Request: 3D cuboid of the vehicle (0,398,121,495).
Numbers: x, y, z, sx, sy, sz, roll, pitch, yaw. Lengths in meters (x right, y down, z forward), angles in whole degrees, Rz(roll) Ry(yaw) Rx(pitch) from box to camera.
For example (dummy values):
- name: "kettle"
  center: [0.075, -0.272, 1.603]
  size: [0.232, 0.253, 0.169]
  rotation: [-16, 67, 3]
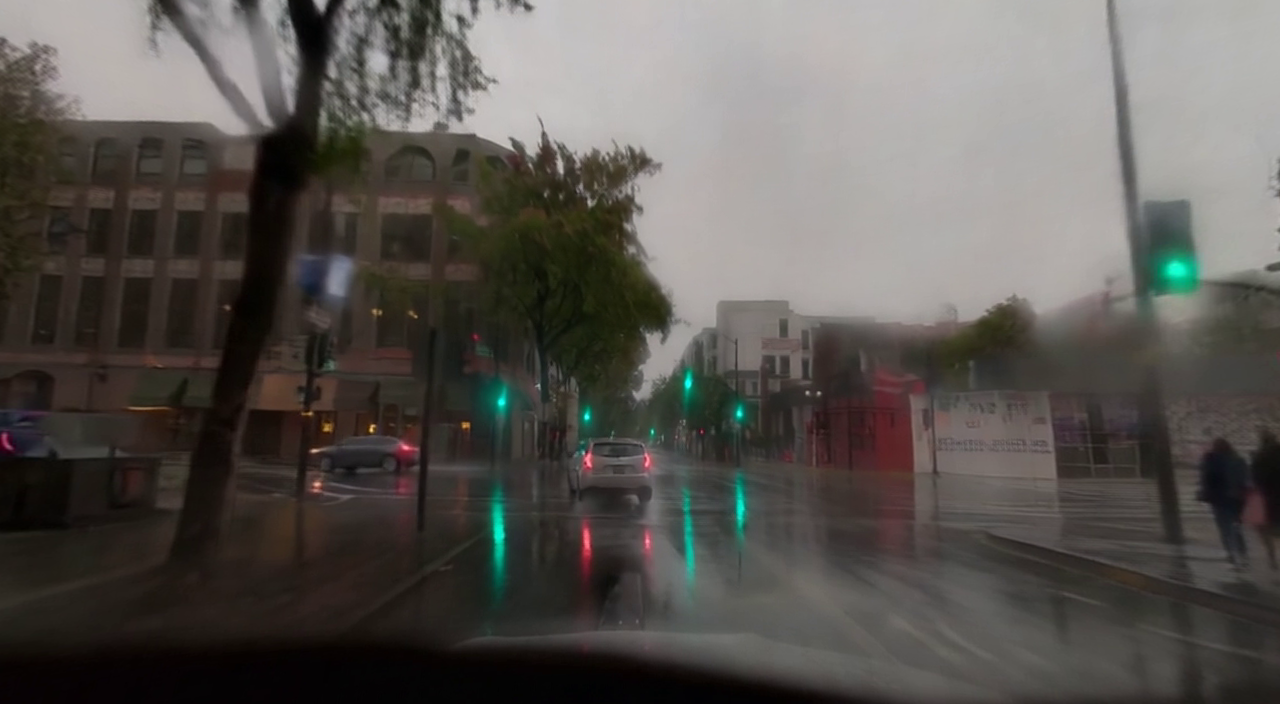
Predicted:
- name: "vehicle"
  center: [-17.933, 2.520, 16.853]
  size: [5.858, 2.396, 2.319]
  rotation: [0, -9, -3]

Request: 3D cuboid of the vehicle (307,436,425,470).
- name: "vehicle"
  center: [-12.480, 4.594, 28.879]
  size: [4.627, 1.468, 1.871]
  rotation: [-2, -9, 11]

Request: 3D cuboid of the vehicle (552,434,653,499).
- name: "vehicle"
  center: [-1.157, 3.024, 17.054]
  size: [2.106, 1.482, 4.459]
  rotation: [2, -9, -11]
